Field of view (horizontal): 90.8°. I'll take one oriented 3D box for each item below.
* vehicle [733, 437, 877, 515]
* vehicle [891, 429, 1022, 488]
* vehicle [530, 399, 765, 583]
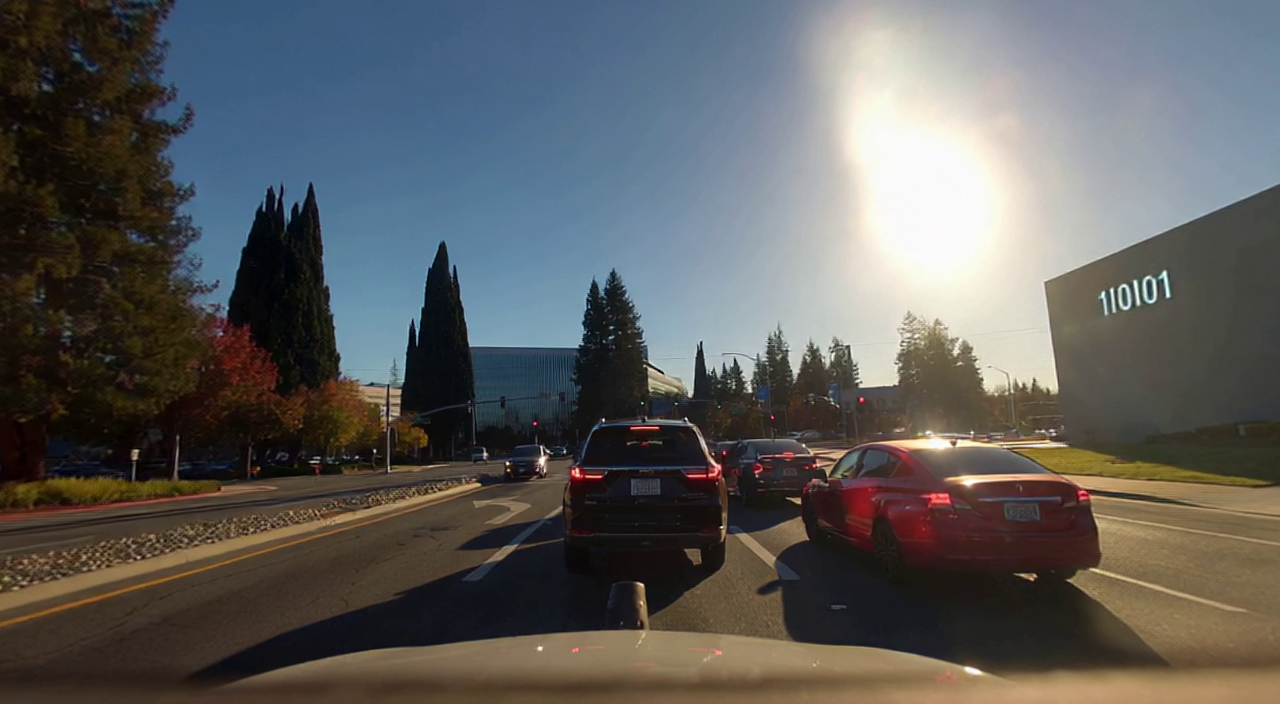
[{"bbox_3d":[3.494,2.712,14.357,1.997,1.471,4.321,0,-9,-1],"label":"vehicle"},{"bbox_3d":[10.858,3.693,22.124,2.123,1.812,4.553,0,-9,-1],"label":"vehicle"},{"bbox_3d":[0.065,1.654,8.257,2.266,1.762,4.131,0,-9,0],"label":"vehicle"}]
